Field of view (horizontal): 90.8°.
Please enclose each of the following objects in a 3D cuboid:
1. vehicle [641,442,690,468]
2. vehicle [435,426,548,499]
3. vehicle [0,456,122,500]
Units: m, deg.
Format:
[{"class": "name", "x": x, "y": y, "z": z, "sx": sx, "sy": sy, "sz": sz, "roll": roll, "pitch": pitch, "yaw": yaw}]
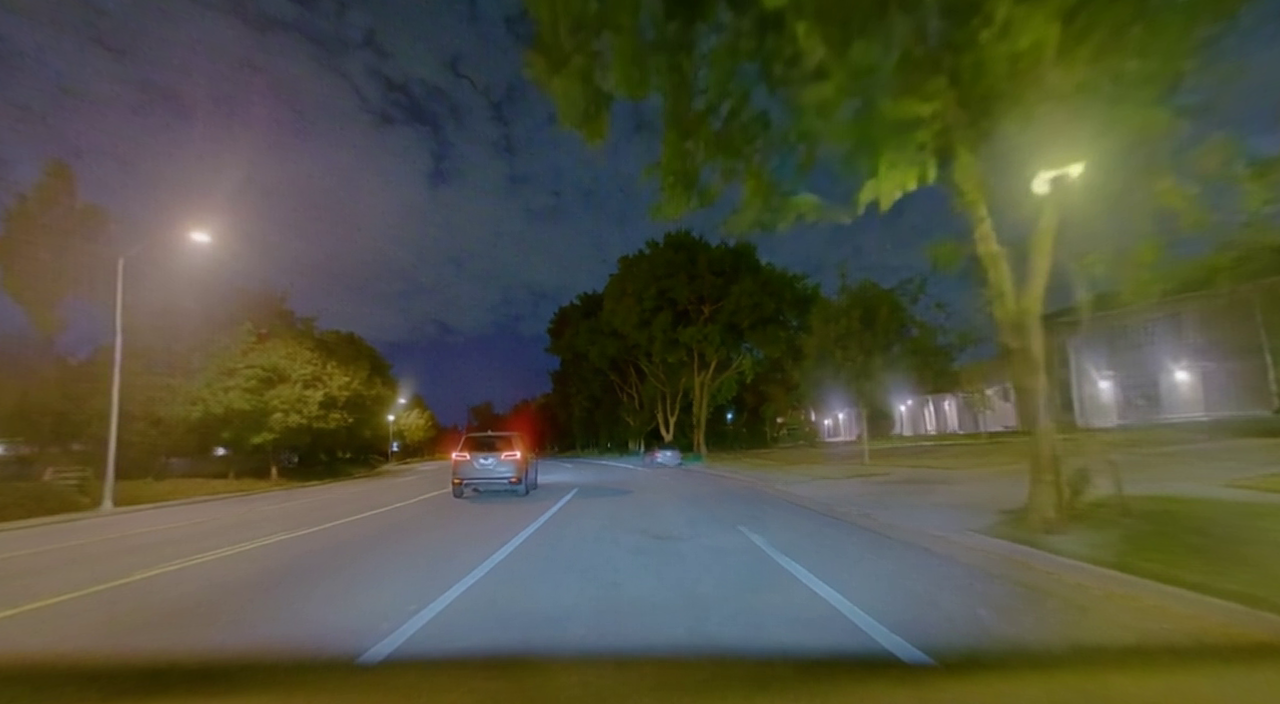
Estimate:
[{"class": "vehicle", "x": 1.435, "y": 6.135, "z": 37.815, "sx": 1.928, "sy": 1.447, "sz": 4.386, "roll": 2, "pitch": -9, "yaw": -12}, {"class": "vehicle", "x": -3.976, "y": 3.040, "z": 17.819, "sx": 2.175, "sy": 1.772, "sz": 4.442, "roll": 0, "pitch": -8, "yaw": -1}, {"class": "vehicle", "x": -21.956, "y": 4.540, "z": 22.930, "sx": 4.525, "sy": 1.455, "sz": 1.821, "roll": 1, "pitch": -8, "yaw": -5}]
